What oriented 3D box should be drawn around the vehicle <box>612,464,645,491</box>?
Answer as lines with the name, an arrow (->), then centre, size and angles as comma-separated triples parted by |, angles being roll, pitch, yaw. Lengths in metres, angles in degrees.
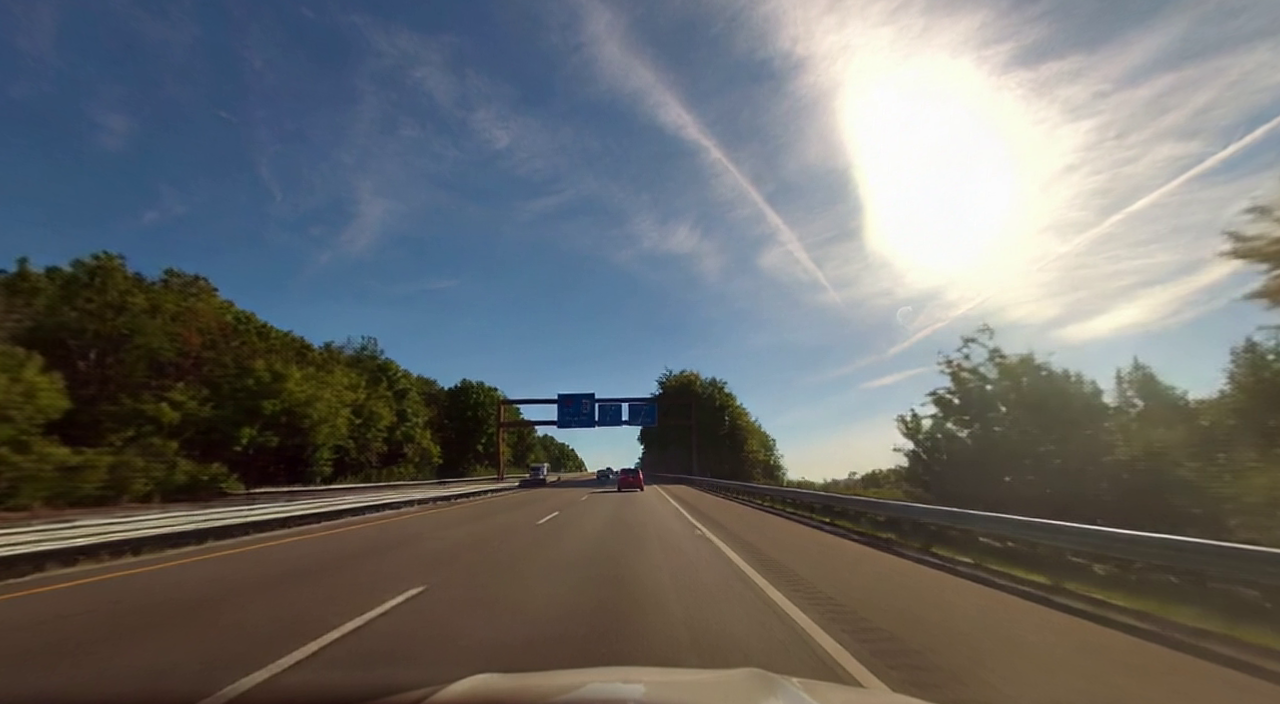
vehicle -> -0.737, 8.446, 42.578 | 2.107, 1.668, 4.554 | 1, -11, 0
